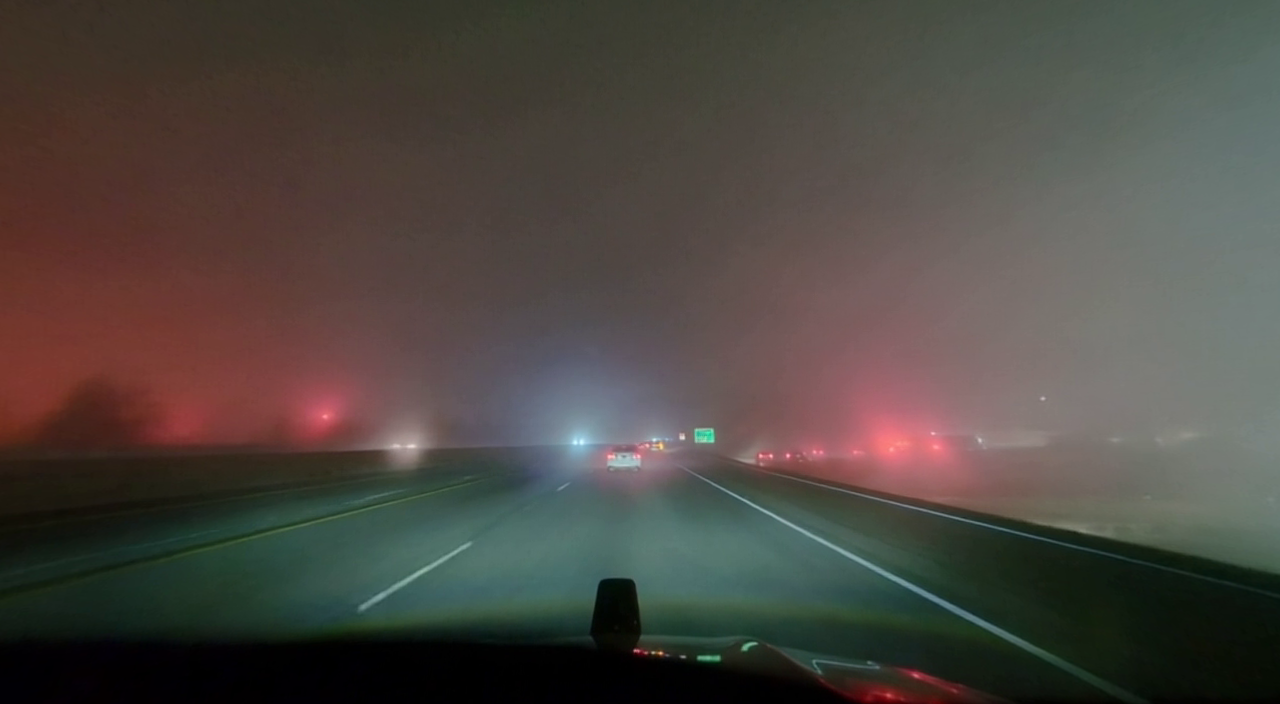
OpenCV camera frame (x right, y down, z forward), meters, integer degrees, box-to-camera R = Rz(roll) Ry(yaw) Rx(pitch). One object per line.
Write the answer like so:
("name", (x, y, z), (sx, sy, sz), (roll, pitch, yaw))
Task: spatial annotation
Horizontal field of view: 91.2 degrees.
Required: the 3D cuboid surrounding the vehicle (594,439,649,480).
("vehicle", (-0.708, 4.356, 25.675), (2.055, 1.509, 4.255), (0, -9, 0))
